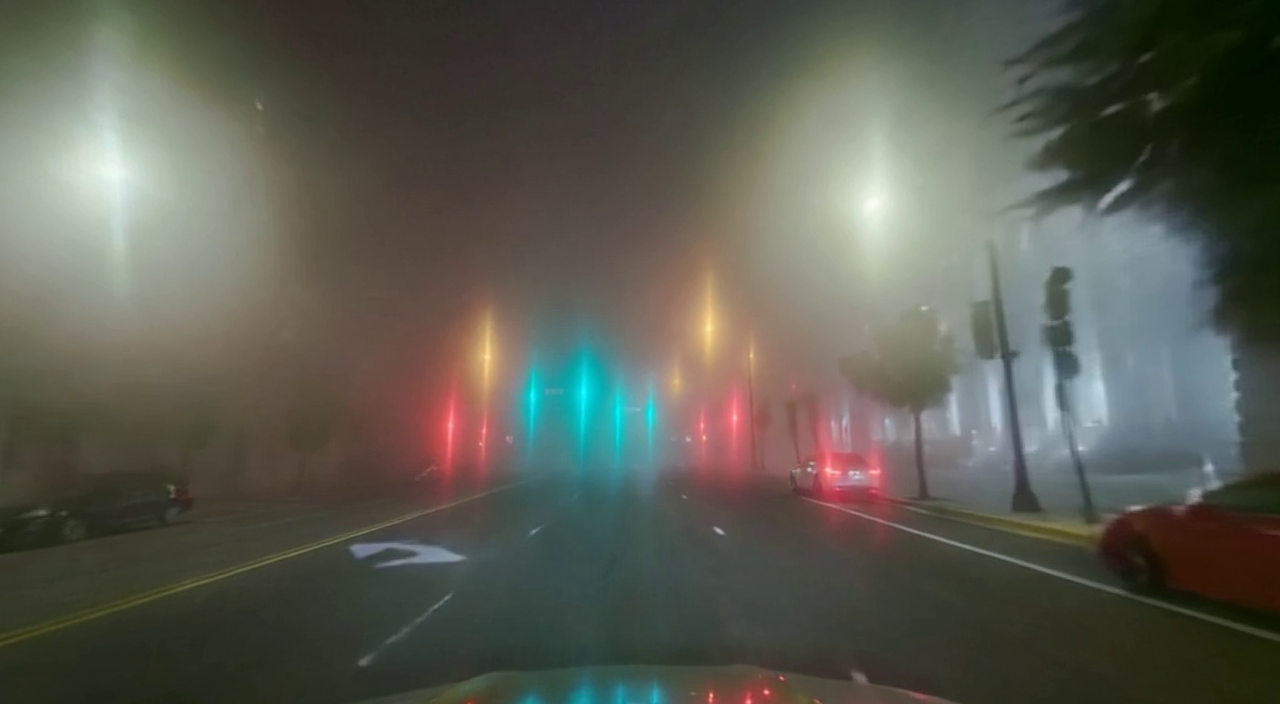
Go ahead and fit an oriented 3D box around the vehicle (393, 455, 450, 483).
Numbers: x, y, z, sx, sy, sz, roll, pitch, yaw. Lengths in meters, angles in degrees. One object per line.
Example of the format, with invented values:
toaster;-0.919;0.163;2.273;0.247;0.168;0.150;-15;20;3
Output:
vehicle;-12.637;6.761;36.801;1.767;1.455;4.389;0;-8;0

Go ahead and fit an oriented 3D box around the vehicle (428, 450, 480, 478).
vehicle;-12.841;7.722;43.985;2.011;1.668;5.474;-1;-8;-1

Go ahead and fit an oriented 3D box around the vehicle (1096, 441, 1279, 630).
vehicle;5.843;1.356;4.489;1.869;1.430;4.365;0;-8;-1

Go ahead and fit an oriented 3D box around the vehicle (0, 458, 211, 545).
vehicle;-12.576;3.357;14.783;1.911;1.558;4.793;-3;-9;-2

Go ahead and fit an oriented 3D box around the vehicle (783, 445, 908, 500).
vehicle;5.999;3.544;19.157;2.091;1.445;4.678;0;-8;-1
